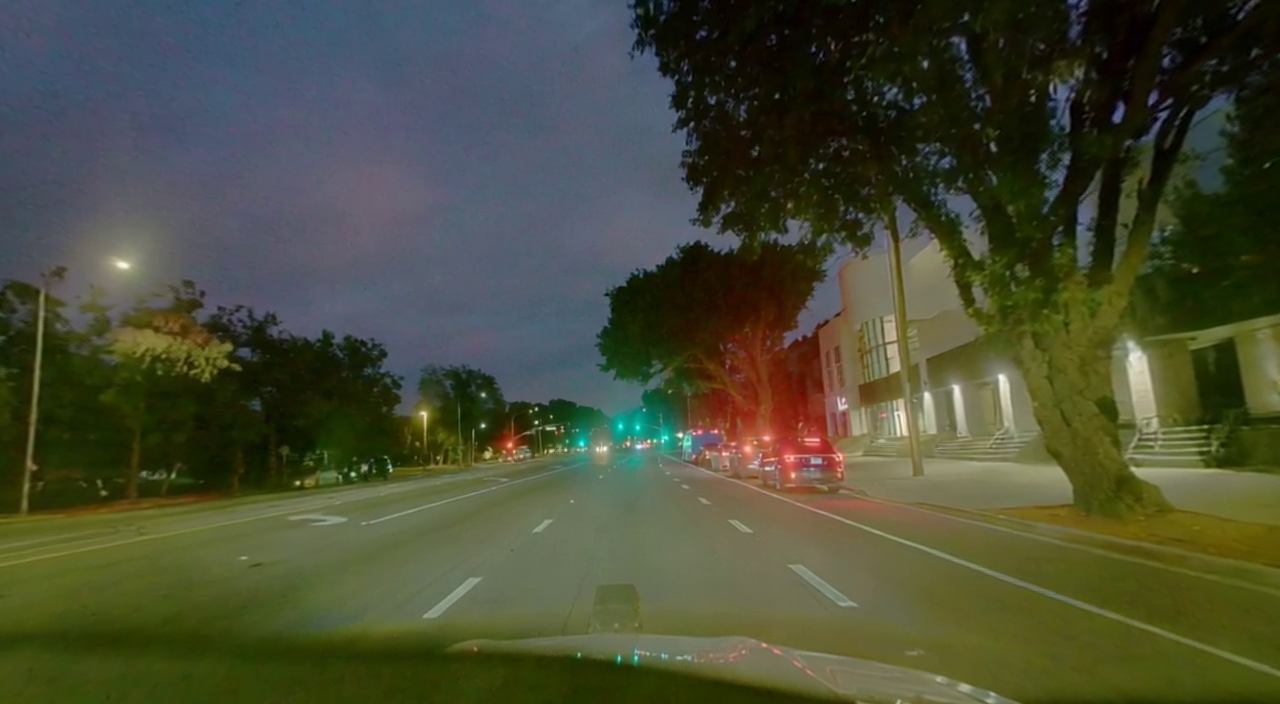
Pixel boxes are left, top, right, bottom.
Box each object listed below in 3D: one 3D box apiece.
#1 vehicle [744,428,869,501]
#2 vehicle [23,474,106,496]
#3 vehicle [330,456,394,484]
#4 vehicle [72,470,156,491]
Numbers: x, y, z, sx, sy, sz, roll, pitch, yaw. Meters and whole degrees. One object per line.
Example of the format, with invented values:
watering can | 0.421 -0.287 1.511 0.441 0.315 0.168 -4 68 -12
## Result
vehicle | 4.430 3.069 17.715 2.094 1.731 4.763 0 -8 -1
vehicle | -42.218 9.745 46.415 4.357 1.435 1.816 0 -9 2
vehicle | -19.585 8.316 44.781 2.166 1.804 4.897 -1 -8 3
vehicle | -41.383 10.089 49.793 4.609 1.553 2.129 0 -10 -2
